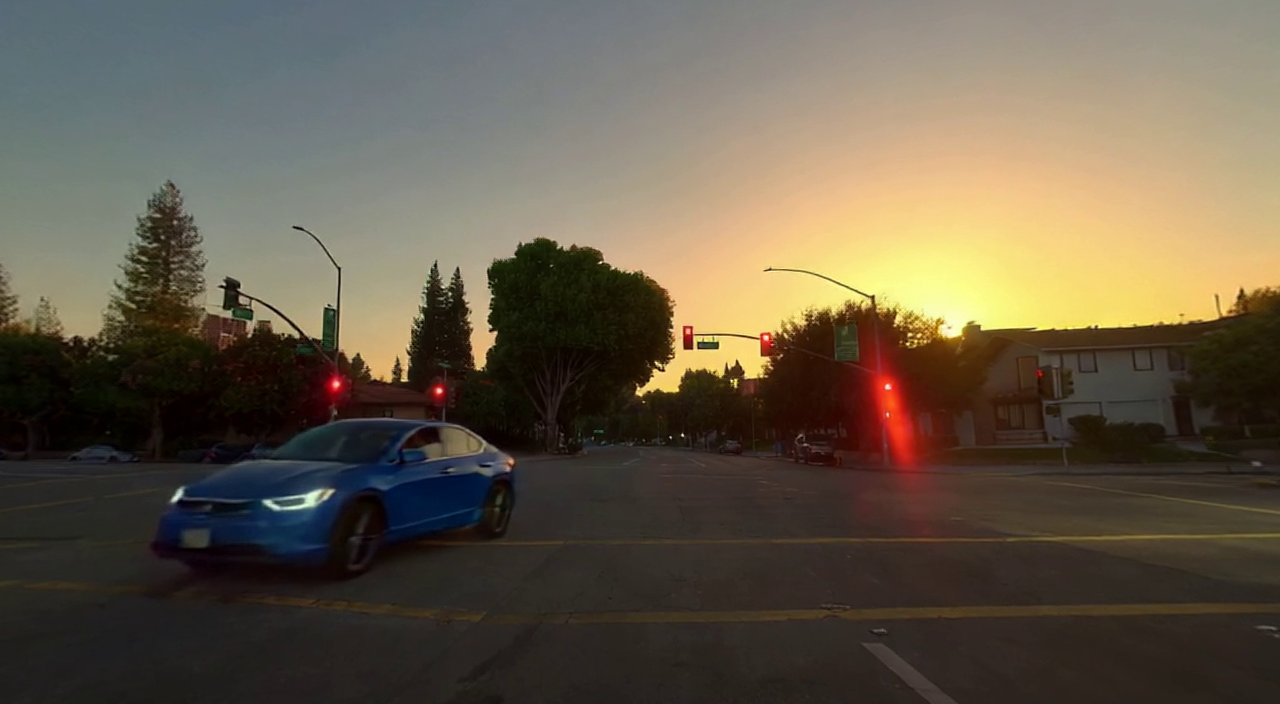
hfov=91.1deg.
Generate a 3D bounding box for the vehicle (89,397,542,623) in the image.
[{"bbox_3d":[-3.169,1.614,7.518,2.134,1.768,4.580,-3,-9,17],"label":"vehicle"}]
